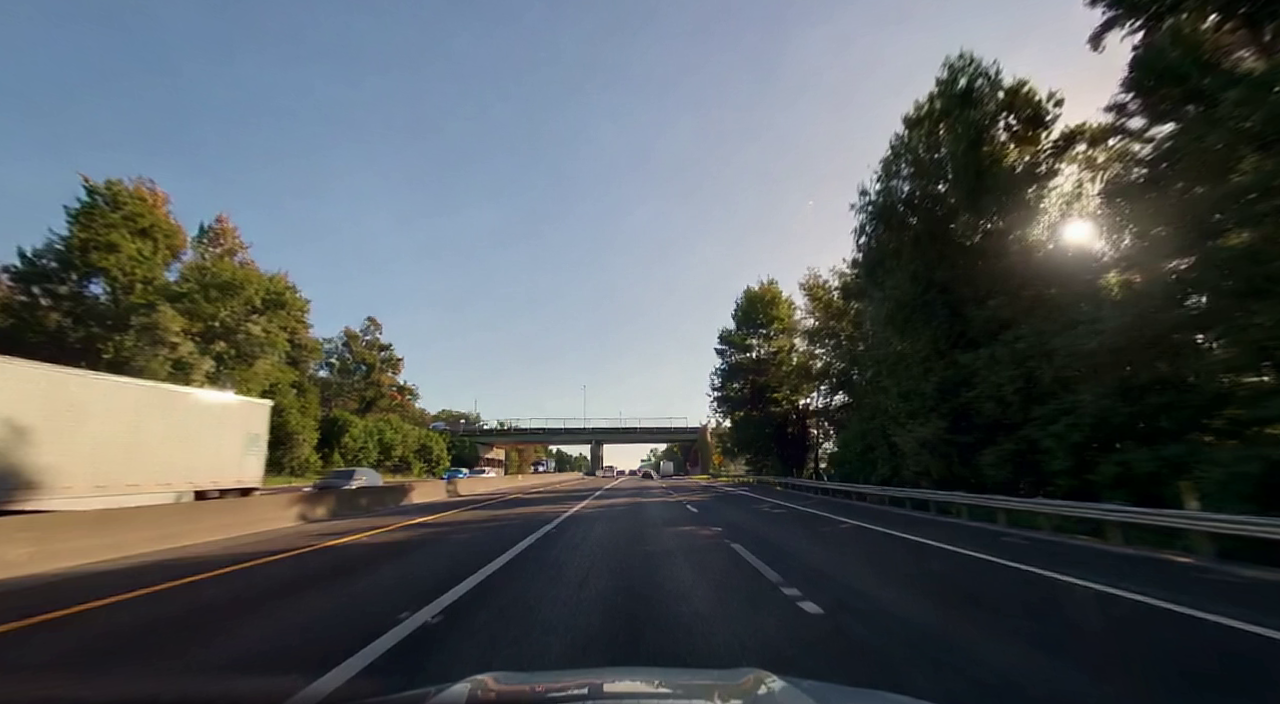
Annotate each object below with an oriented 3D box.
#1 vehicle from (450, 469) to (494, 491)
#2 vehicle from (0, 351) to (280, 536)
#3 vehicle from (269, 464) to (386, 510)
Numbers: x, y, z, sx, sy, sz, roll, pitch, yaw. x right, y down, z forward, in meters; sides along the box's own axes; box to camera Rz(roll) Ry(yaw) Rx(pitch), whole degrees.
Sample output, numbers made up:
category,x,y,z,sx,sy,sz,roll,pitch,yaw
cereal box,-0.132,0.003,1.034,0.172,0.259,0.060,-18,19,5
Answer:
category,x,y,z,sx,sy,sz,roll,pitch,yaw
vehicle,-11.882,9.098,44.873,1.872,1.435,4.267,1,-11,1
vehicle,-15.879,2.714,17.805,2.910,4.087,14.268,1,-10,0
vehicle,-11.423,4.969,23.462,1.967,1.477,4.585,1,-10,0
